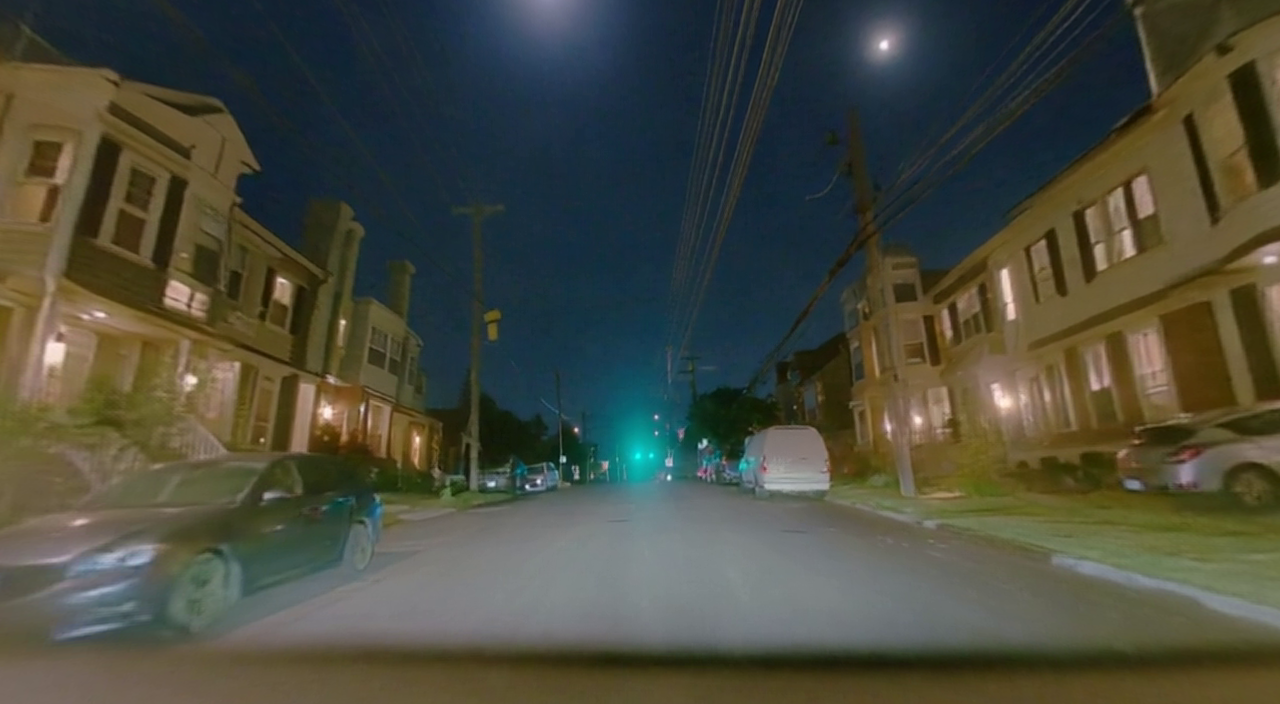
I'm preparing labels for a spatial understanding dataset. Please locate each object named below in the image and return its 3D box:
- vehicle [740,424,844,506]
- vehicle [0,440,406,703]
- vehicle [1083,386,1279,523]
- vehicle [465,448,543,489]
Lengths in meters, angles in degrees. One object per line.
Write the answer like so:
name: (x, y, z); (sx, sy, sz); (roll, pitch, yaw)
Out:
vehicle: (4.500, 3.420, 19.508); (2.343, 2.229, 4.199); (-1, -9, 3)
vehicle: (-4.037, 1.653, 5.896); (1.960, 1.507, 4.542); (-2, -7, 1)
vehicle: (9.495, 1.268, 9.105); (4.532, 1.533, 1.997); (-8, -9, 1)
vehicle: (-7.498, 6.416, 34.968); (3.684, 1.628, 1.792); (7, -5, 3)
